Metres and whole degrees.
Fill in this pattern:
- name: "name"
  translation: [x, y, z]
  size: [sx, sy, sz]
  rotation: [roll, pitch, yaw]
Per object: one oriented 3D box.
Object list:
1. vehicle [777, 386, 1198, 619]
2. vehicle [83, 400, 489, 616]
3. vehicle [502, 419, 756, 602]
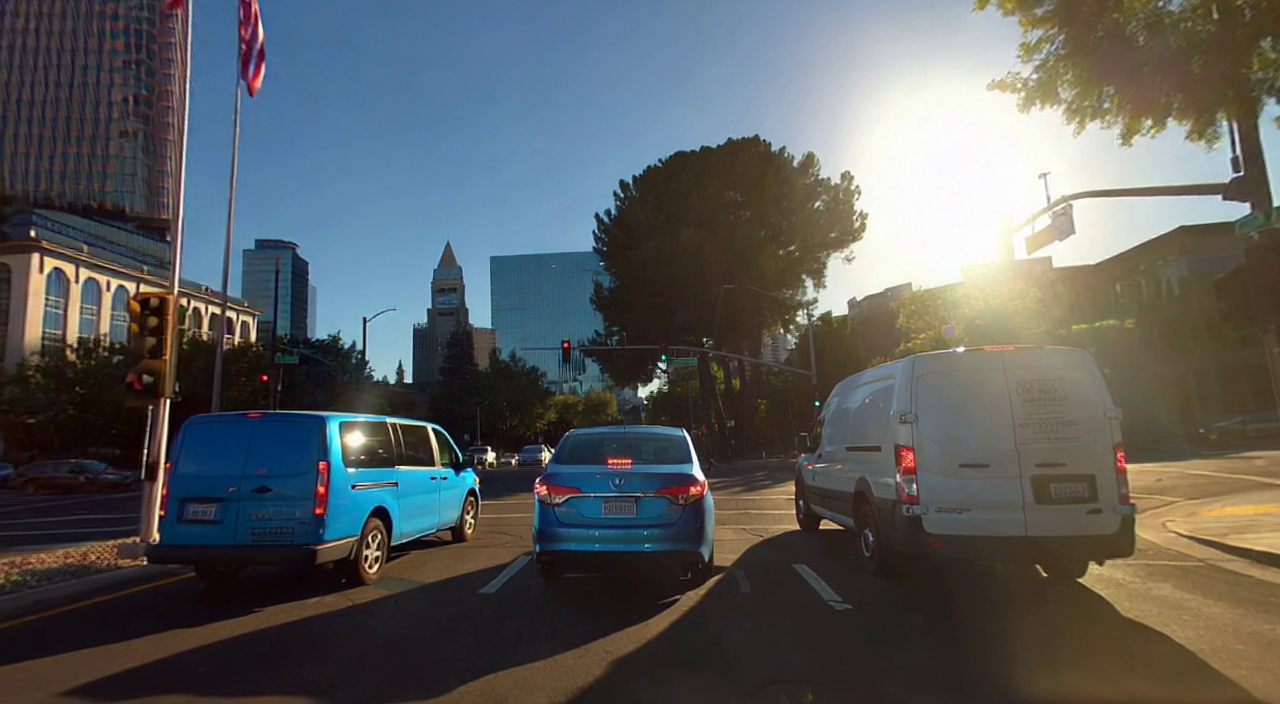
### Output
- name: "vehicle"
  translation: [3.095, 1.460, 7.013]
  size: [2.178, 1.746, 4.400]
  rotation: [0, -9, 1]
- name: "vehicle"
  translation: [-3.299, 1.529, 7.039]
  size: [2.024, 1.677, 3.998]
  rotation: [-1, -9, 3]
- name: "vehicle"
  translation: [-0.130, 1.619, 7.345]
  size: [2.098, 1.494, 4.118]
  rotation: [0, -9, -1]
